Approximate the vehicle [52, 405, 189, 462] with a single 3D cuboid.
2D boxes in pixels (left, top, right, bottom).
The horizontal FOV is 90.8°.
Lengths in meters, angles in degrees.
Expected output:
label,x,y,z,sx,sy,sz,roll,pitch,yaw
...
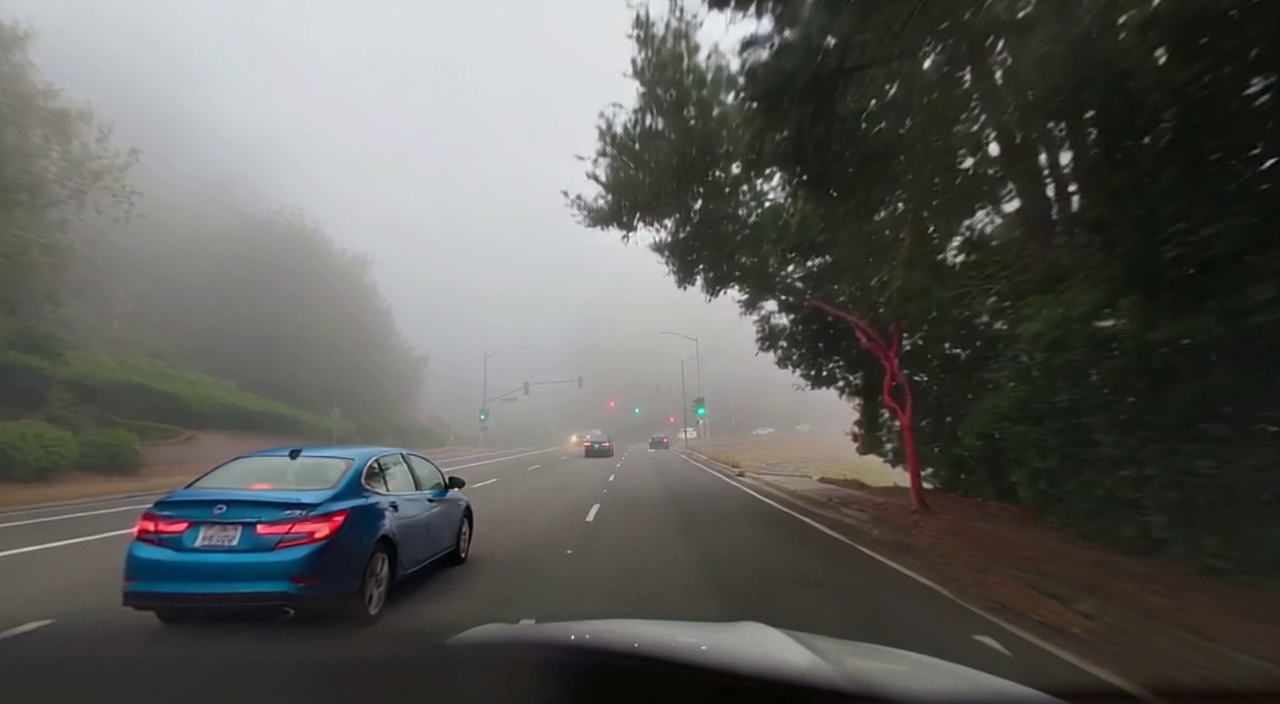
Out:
label,x,y,z,sx,sy,sz,roll,pitch,yaw
vehicle,-33.530,5.228,40.735,9.036,3.379,2.893,-3,-8,25
